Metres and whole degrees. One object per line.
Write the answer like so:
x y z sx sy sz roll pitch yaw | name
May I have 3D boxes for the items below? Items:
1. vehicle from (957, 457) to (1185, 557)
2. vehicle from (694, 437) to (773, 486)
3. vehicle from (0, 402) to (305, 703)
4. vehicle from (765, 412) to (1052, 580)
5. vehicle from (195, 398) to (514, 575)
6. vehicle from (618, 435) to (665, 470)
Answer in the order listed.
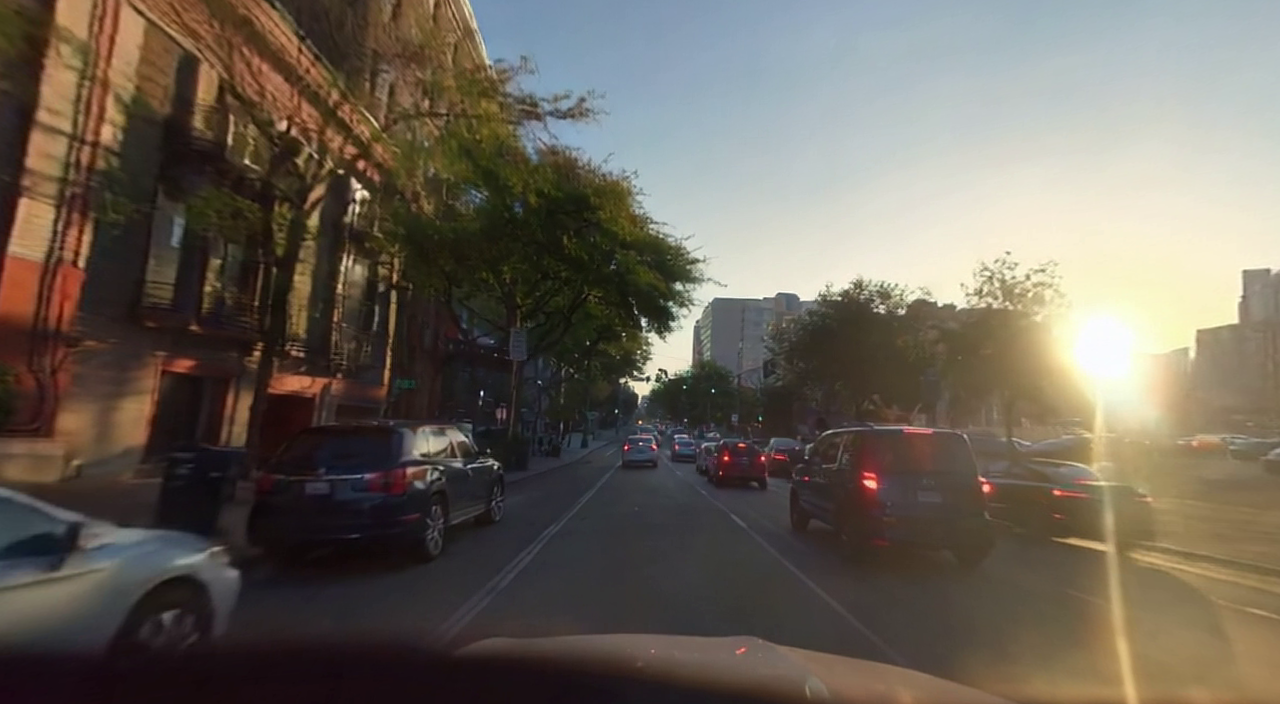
8.824 3.133 13.431 1.893 1.663 4.257 0 -8 1 | vehicle
3.076 3.682 21.549 1.966 1.475 4.528 0 -8 -1 | vehicle
-3.146 0.860 1.840 1.926 1.456 4.313 0 -8 0 | vehicle
3.230 1.815 8.806 2.002 1.707 4.547 0 -8 0 | vehicle
-3.260 1.638 8.461 2.128 1.725 4.471 0 -8 1 | vehicle
0.081 4.620 29.030 2.007 1.460 3.923 0 -8 0 | vehicle
